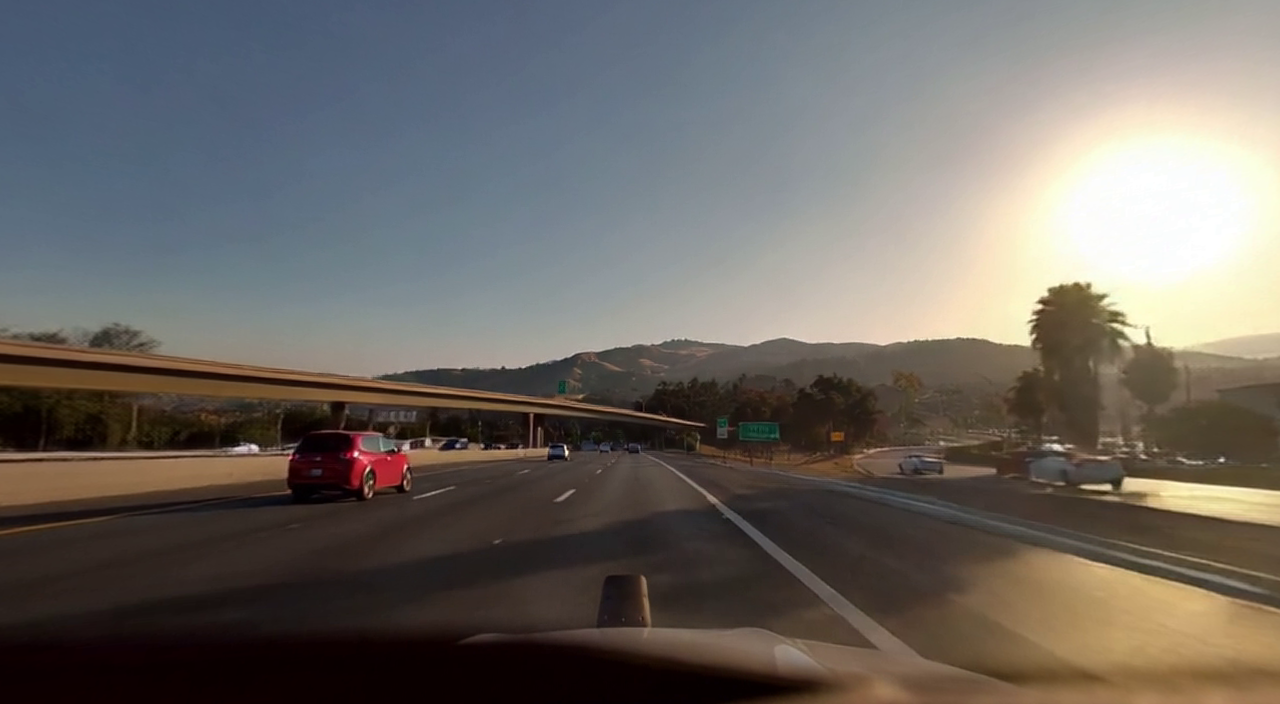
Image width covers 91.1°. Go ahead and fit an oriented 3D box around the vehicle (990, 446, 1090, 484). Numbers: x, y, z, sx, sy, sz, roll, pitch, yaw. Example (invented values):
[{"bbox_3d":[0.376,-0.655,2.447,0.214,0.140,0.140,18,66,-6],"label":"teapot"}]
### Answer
[{"bbox_3d":[20.266,5.709,32.089,2.294,1.737,4.708,-1,-8,5],"label":"vehicle"}]
